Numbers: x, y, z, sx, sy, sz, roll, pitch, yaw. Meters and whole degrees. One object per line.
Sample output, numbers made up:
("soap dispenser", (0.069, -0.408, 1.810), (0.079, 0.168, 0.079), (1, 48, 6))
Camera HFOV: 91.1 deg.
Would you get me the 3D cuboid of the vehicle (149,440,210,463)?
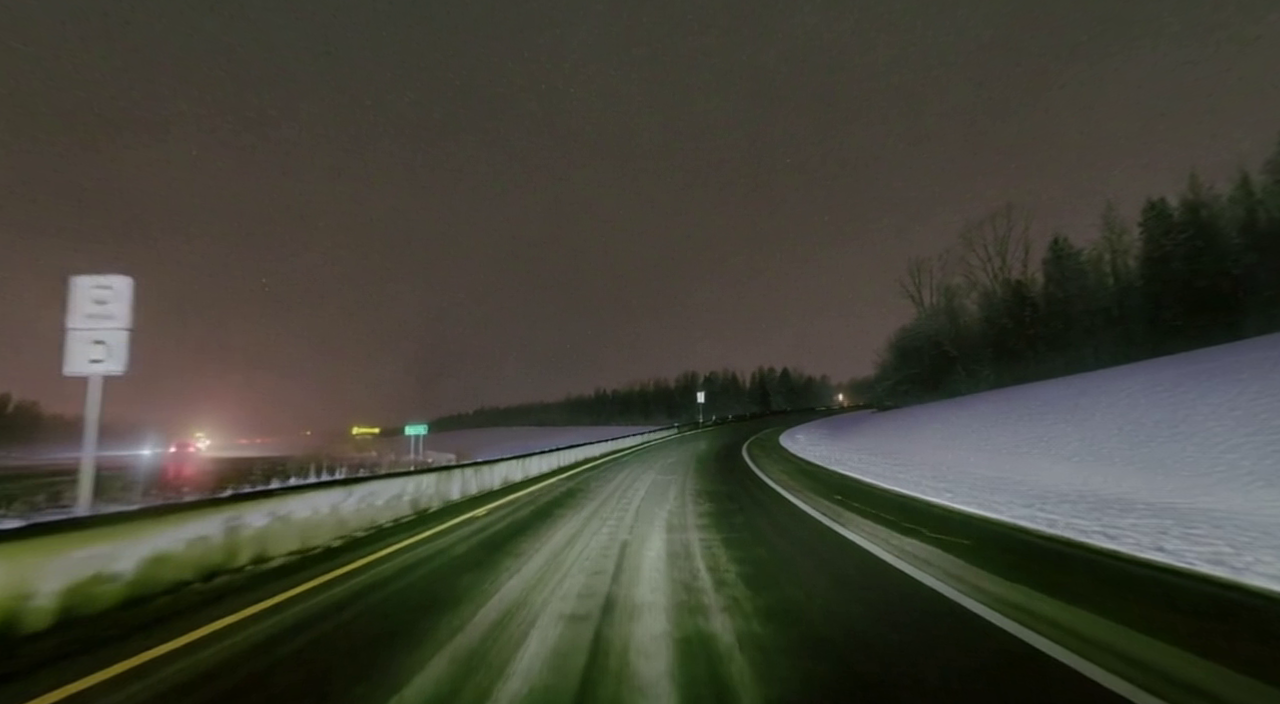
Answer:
("vehicle", (-31.938, 6.889, 43.748), (1.895, 1.451, 4.168), (2, -8, -13))
